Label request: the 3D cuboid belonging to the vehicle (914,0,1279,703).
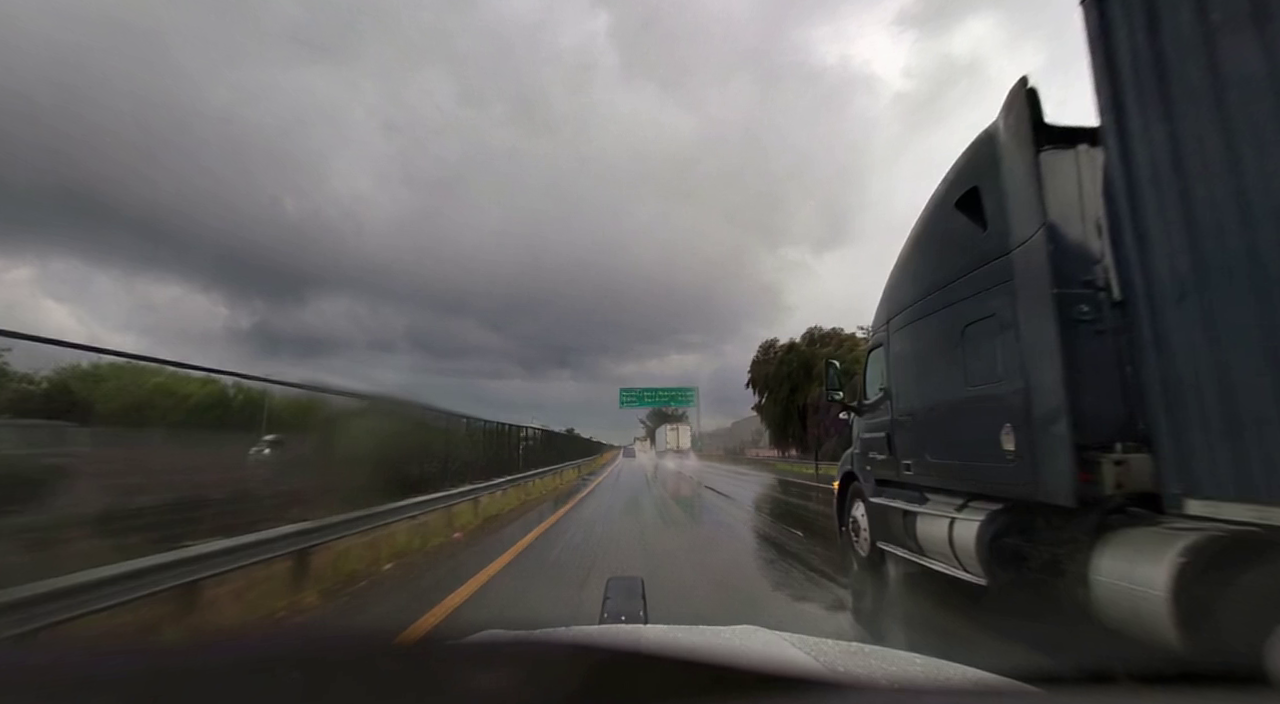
[{"bbox_3d":[4.188,-0.146,2.913,3.035,3.966,6.026,0,-9,1],"label":"vehicle"}]
